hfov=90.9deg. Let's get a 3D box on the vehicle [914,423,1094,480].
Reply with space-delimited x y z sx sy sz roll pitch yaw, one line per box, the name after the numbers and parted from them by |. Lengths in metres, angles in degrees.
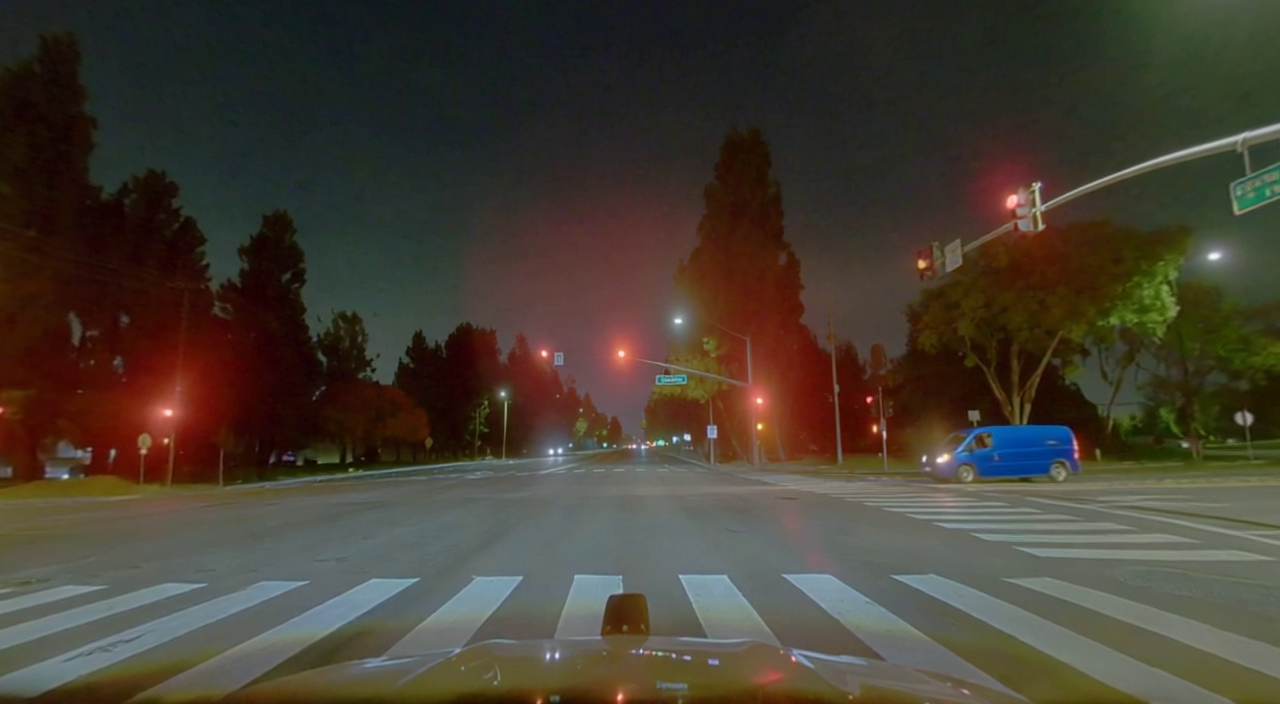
12.097 3.320 21.190 4.790 1.798 1.909 0 -8 1 | vehicle
